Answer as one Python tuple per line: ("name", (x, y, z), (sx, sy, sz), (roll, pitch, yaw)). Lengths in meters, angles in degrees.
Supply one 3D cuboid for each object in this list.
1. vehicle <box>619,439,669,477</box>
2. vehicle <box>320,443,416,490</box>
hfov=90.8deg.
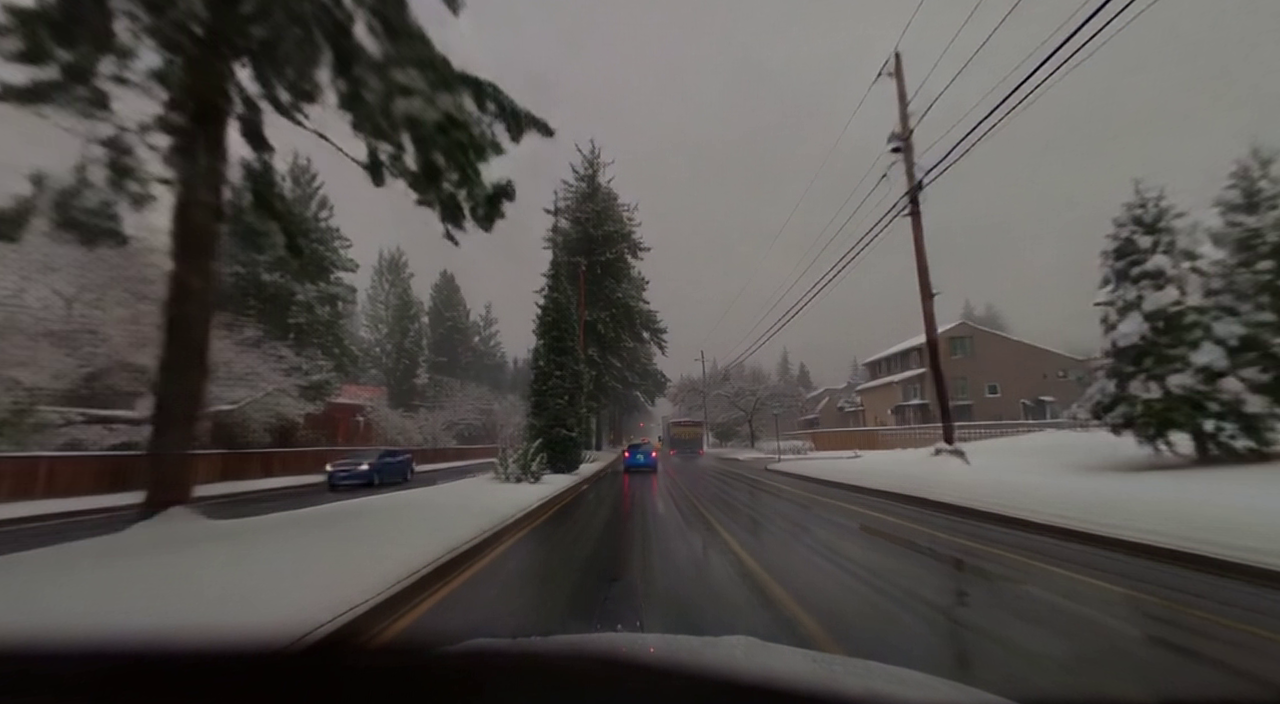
("vehicle", (0.177, 4.604, 27.640), (2.018, 1.511, 3.993), (0, -8, 0))
("vehicle", (-11.342, 4.782, 26.726), (1.951, 1.795, 4.579), (0, -8, 1))
